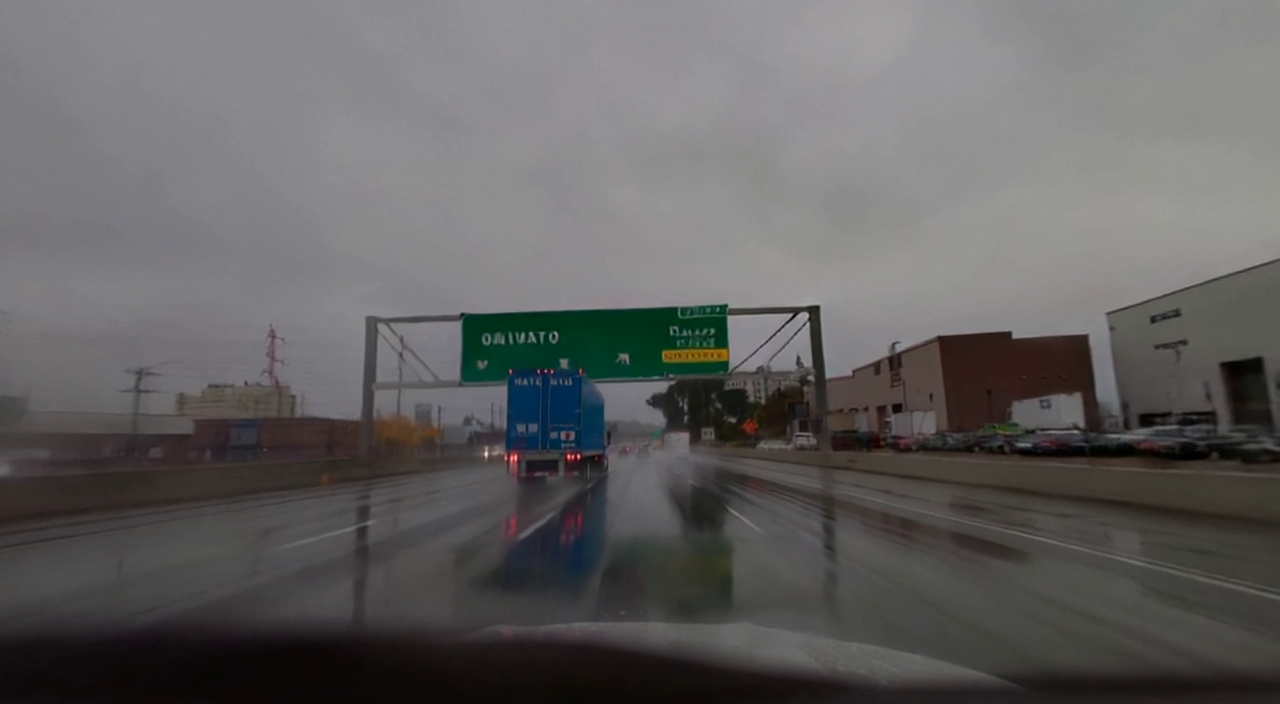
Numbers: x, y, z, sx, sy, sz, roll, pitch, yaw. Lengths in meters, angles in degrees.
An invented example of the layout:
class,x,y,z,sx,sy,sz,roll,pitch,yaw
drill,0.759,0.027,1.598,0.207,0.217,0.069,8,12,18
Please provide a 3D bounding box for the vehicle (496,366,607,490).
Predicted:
class,x,y,z,sx,sy,sz,roll,pitch,yaw
vehicle,-3.156,3.069,25.285,2.977,4.048,8.890,-1,-8,1
